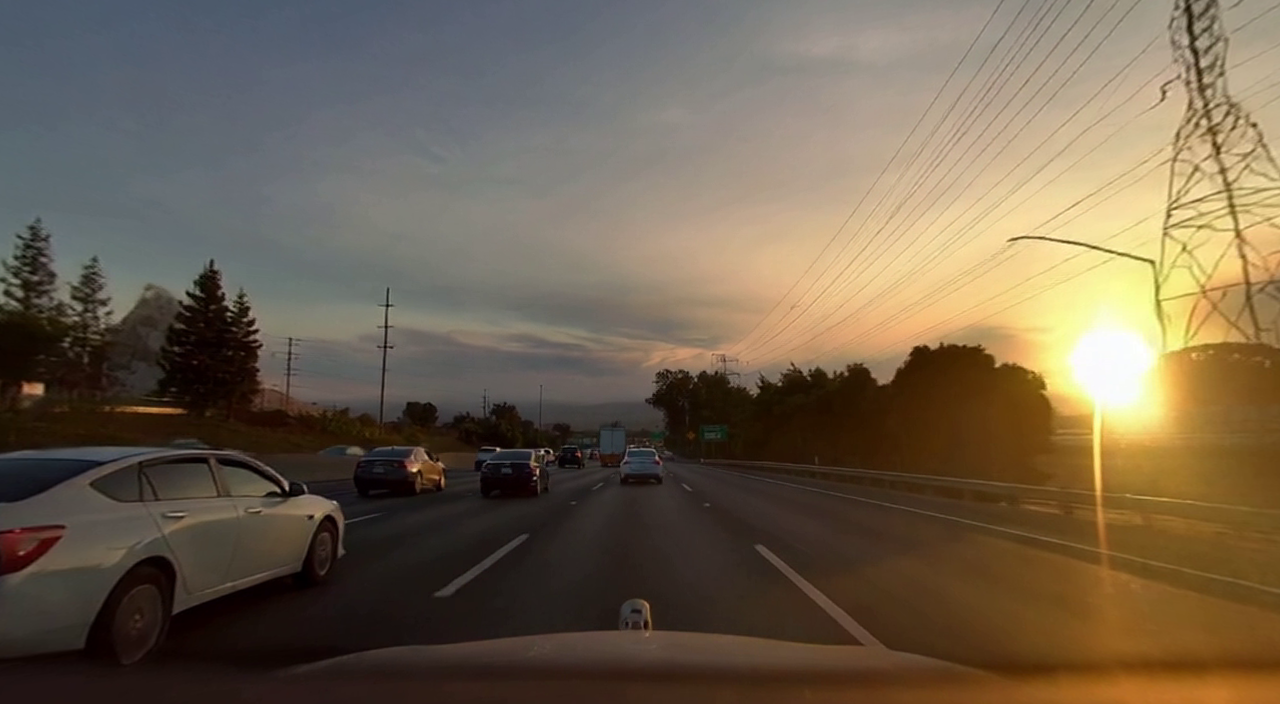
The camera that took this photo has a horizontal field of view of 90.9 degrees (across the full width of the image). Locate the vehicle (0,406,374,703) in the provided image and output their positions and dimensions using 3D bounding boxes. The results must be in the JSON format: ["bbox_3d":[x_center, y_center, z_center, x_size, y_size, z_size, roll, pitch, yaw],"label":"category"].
[{"bbox_3d":[-3.666,1.212,4.154,1.883,1.500,4.373,0,-9,0],"label":"vehicle"}]

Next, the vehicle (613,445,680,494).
[{"bbox_3d":[0.173,3.910,21.374,2.018,1.470,4.491,0,-9,0],"label":"vehicle"}]

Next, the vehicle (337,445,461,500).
[{"bbox_3d":[-7.084,3.553,19.109,1.867,1.445,4.499,0,-9,2],"label":"vehicle"}]

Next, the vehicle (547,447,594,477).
[{"bbox_3d":[-3.559,5.675,32.806,2.013,1.437,3.801,0,-9,0],"label":"vehicle"}]

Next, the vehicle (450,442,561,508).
[{"bbox_3d":[-3.310,3.110,16.405,1.912,1.464,4.115,0,-9,1],"label":"vehicle"}]
